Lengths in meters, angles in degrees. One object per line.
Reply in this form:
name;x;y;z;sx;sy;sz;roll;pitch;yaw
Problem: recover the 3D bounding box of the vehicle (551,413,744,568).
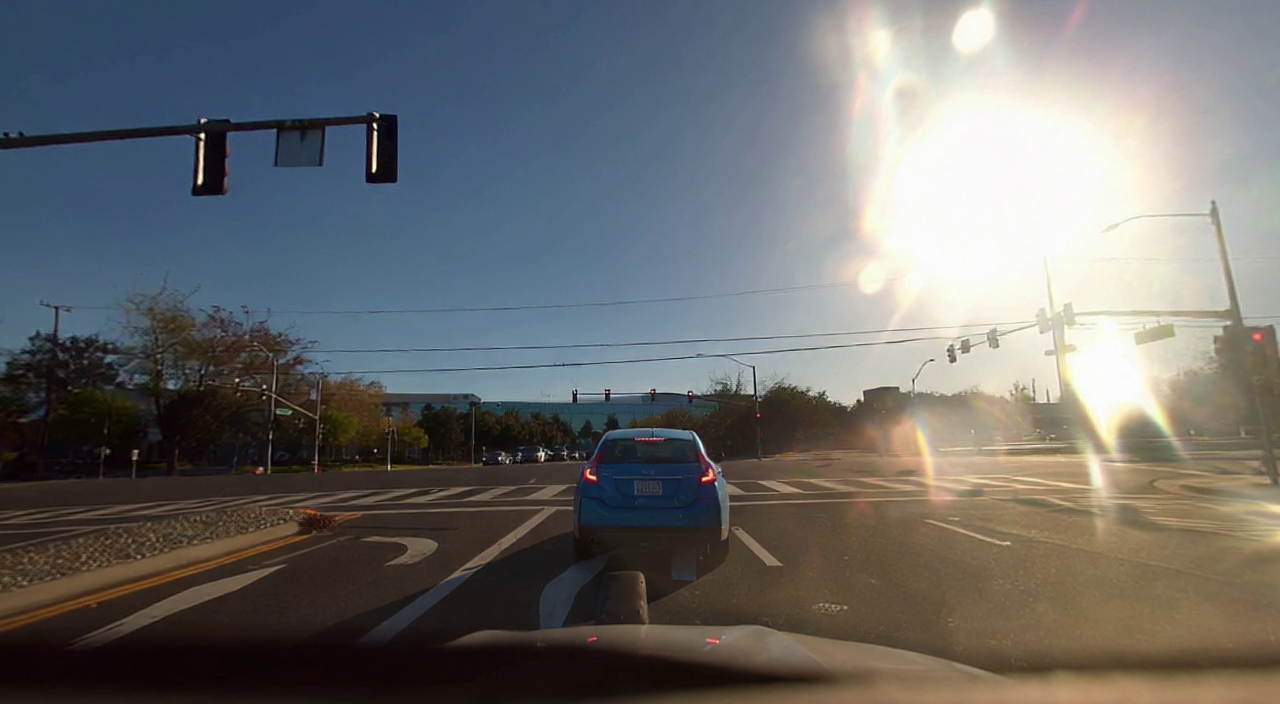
vehicle;0.045;1.755;8.708;2.027;1.626;3.942;0;-8;-1
